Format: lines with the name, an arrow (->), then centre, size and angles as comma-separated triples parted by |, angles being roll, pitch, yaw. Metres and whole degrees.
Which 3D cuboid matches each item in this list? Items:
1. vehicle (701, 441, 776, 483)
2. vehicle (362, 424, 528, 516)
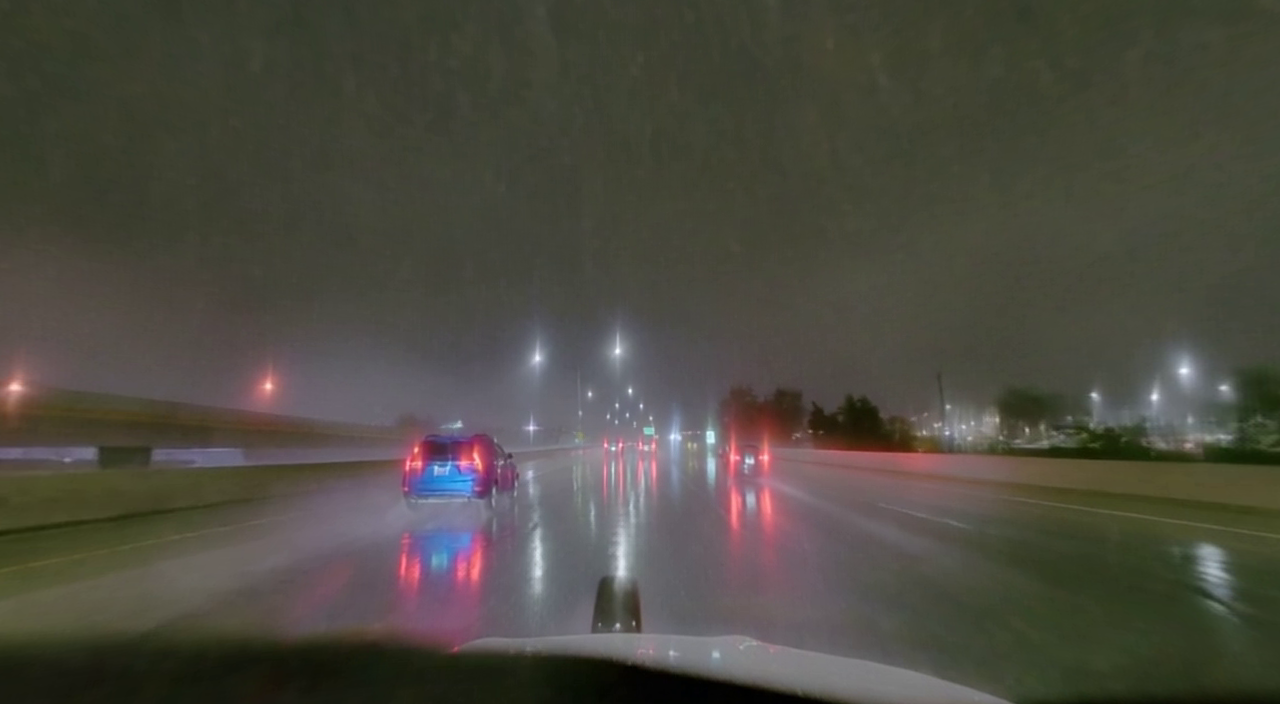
vehicle -> 3.619, 4.117, 24.042 | 2.083, 1.453, 4.307 | 0, -8, -1
vehicle -> -3.915, 2.447, 13.582 | 2.193, 1.641, 4.077 | 0, -8, 1
